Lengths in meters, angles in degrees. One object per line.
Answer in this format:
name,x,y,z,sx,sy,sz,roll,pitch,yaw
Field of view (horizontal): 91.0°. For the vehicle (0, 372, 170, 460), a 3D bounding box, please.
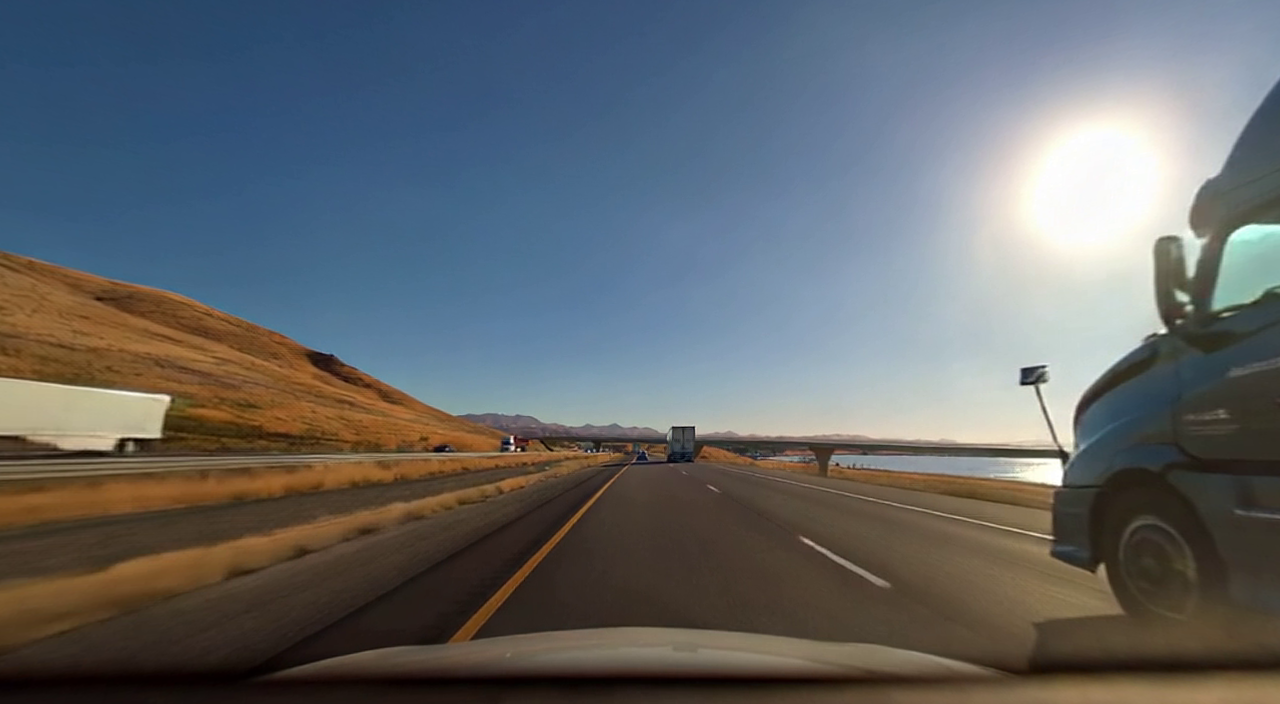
vehicle,-32.080,3.589,33.445,2.889,4.150,14.624,0,-9,0
